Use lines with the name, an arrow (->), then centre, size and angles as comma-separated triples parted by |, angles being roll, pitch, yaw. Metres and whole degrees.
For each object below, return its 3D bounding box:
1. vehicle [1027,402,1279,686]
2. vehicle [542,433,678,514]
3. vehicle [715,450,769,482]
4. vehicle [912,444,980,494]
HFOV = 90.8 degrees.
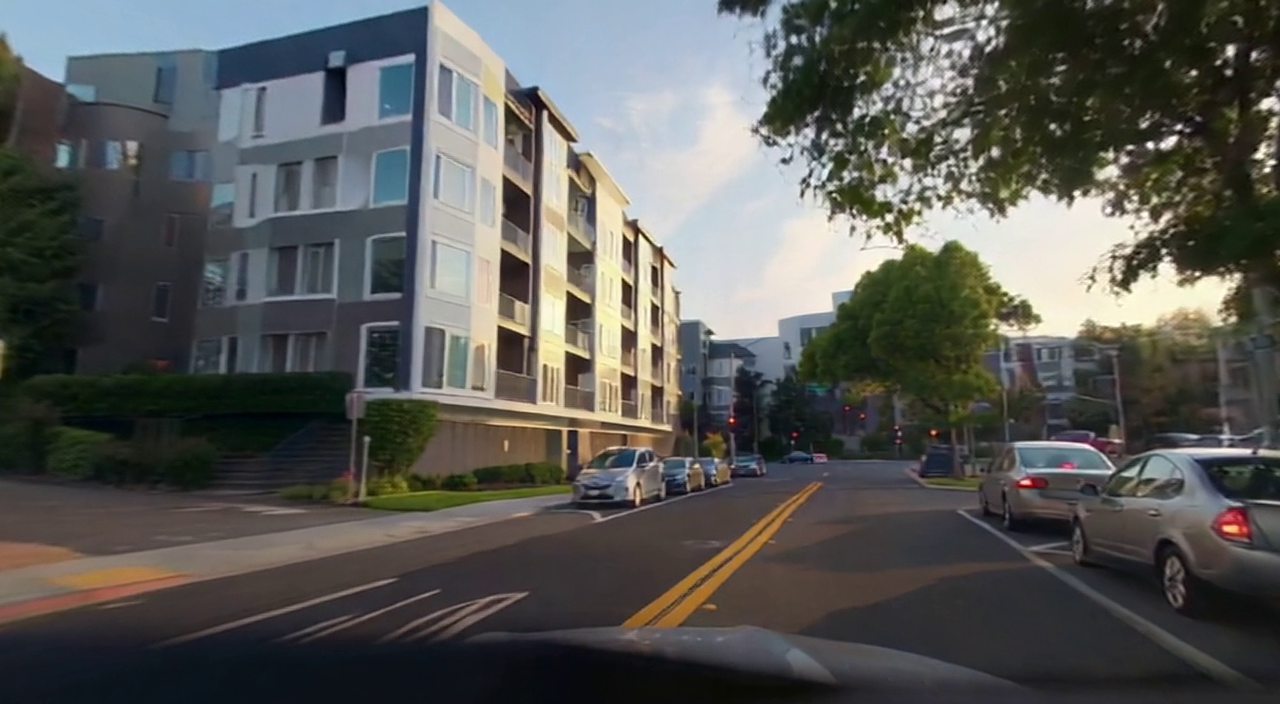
vehicle -> 5.354, 1.423, 5.730 | 2.153, 1.685, 4.586 | -3, -9, 20
vehicle -> -0.605, 3.137, 16.894 | 1.993, 1.817, 4.619 | -3, -9, 19
vehicle -> 5.353, 5.848, 32.677 | 1.934, 1.484, 4.630 | -3, -9, 19
vehicle -> 12.550, 4.759, 26.222 | 2.034, 1.689, 4.978 | -3, -7, 21
